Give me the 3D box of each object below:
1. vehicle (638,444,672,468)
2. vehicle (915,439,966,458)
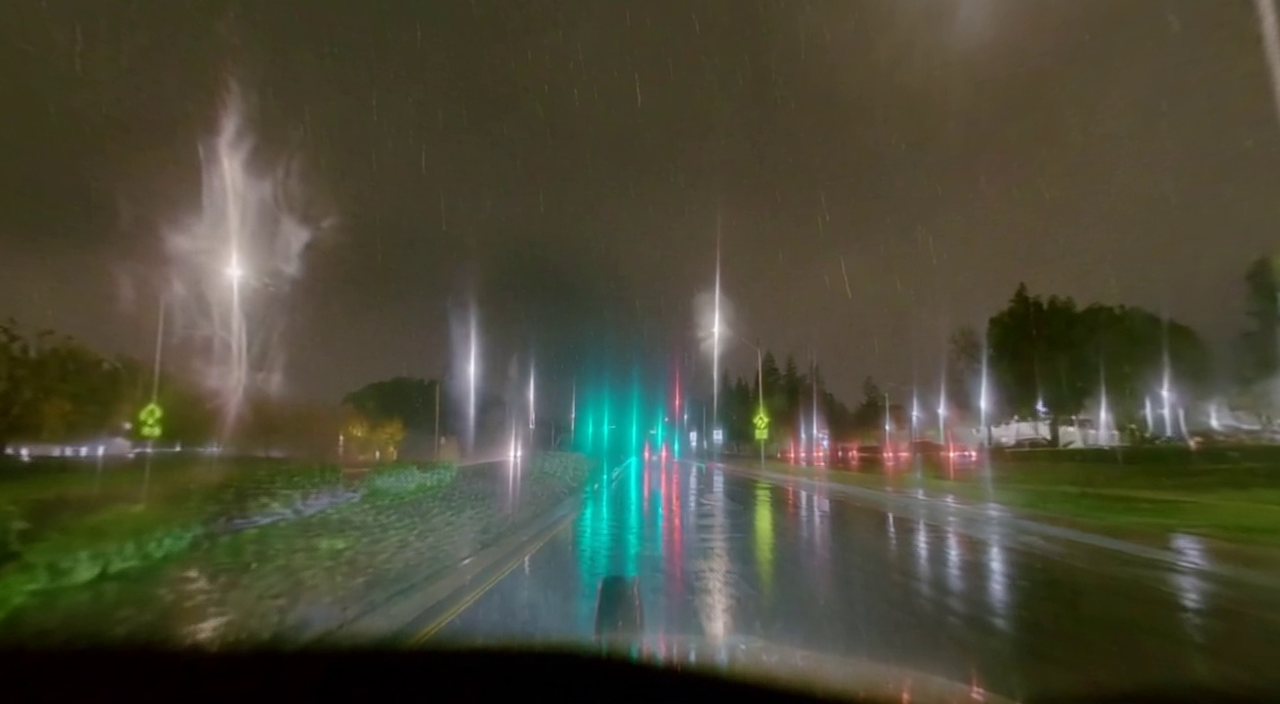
[{"bbox_3d":[1.041,7.538,46.008,2.158,1.600,3.865,0,-9,-2],"label":"vehicle"},{"bbox_3d":[23.316,7.509,49.197,1.825,1.414,3.627,1,-8,-8],"label":"vehicle"}]
